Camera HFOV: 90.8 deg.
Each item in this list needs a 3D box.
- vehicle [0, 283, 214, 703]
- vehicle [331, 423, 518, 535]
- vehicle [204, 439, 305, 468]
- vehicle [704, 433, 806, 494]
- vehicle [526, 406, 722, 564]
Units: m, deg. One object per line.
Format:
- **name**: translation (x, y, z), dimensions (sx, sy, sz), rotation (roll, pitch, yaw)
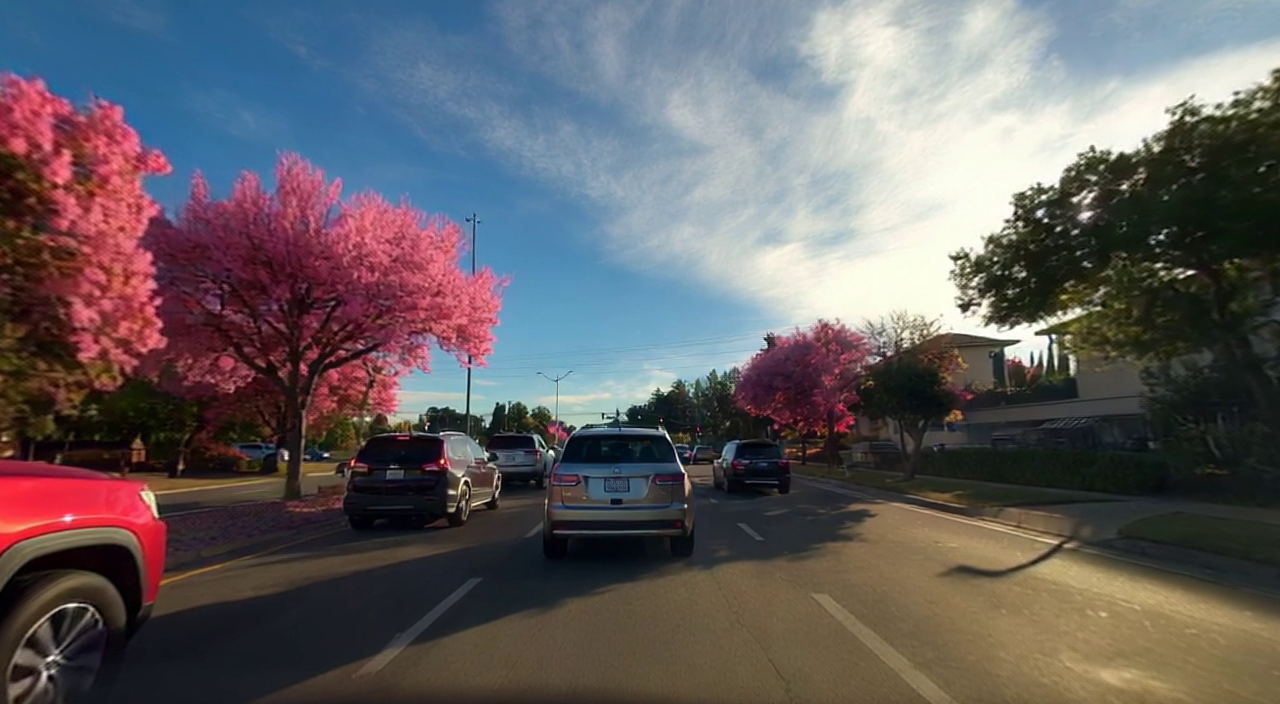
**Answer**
- **vehicle**: translation (-3.533, 0.523, 1.021), dimensions (2.304, 1.928, 4.833), rotation (0, -8, 0)
- **vehicle**: translation (-3.671, 2.239, 11.738), dimensions (1.948, 1.668, 4.279), rotation (0, -8, 0)
- **vehicle**: translation (-28.509, 7.509, 46.939), dimensions (5.856, 2.096, 2.481), rotation (3, -9, -18)
- **vehicle**: translation (3.213, 3.239, 18.759), dimensions (2.056, 1.536, 4.678), rotation (0, -8, -1)
- **vehicle**: translation (-0.195, 1.737, 8.952), dimensions (2.112, 1.693, 4.058), rotation (0, -8, -1)
